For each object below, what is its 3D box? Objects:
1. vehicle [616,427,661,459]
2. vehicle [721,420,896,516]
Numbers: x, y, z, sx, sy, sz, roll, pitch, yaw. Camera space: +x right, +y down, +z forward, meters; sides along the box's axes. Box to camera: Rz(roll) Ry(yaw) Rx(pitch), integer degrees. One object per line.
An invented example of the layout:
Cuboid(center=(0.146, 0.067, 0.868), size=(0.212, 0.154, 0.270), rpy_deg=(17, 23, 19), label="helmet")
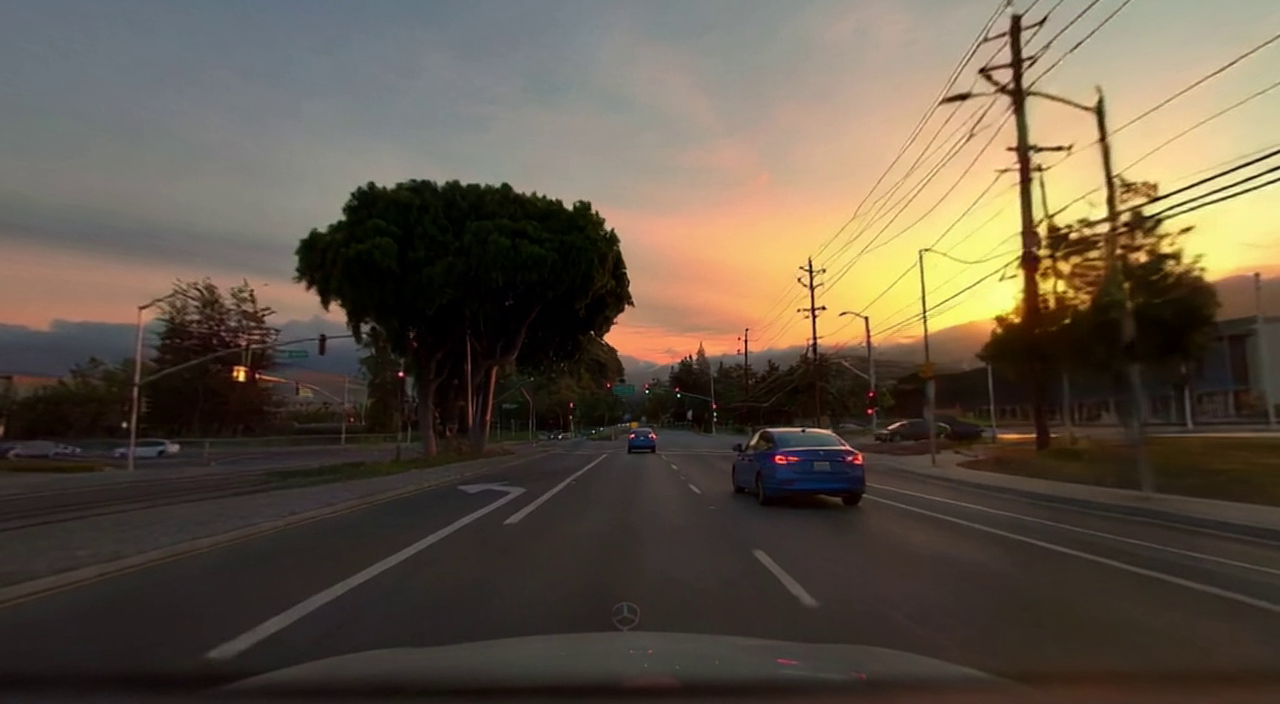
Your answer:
Cuboid(center=(-0.072, 4.540, 31.542), size=(2.110, 1.466, 3.860), rpy_deg=(0, -8, 0), label="vehicle")
Cuboid(center=(2.849, 2.088, 11.823), size=(2.004, 1.448, 4.263), rpy_deg=(0, -8, -1), label="vehicle")
